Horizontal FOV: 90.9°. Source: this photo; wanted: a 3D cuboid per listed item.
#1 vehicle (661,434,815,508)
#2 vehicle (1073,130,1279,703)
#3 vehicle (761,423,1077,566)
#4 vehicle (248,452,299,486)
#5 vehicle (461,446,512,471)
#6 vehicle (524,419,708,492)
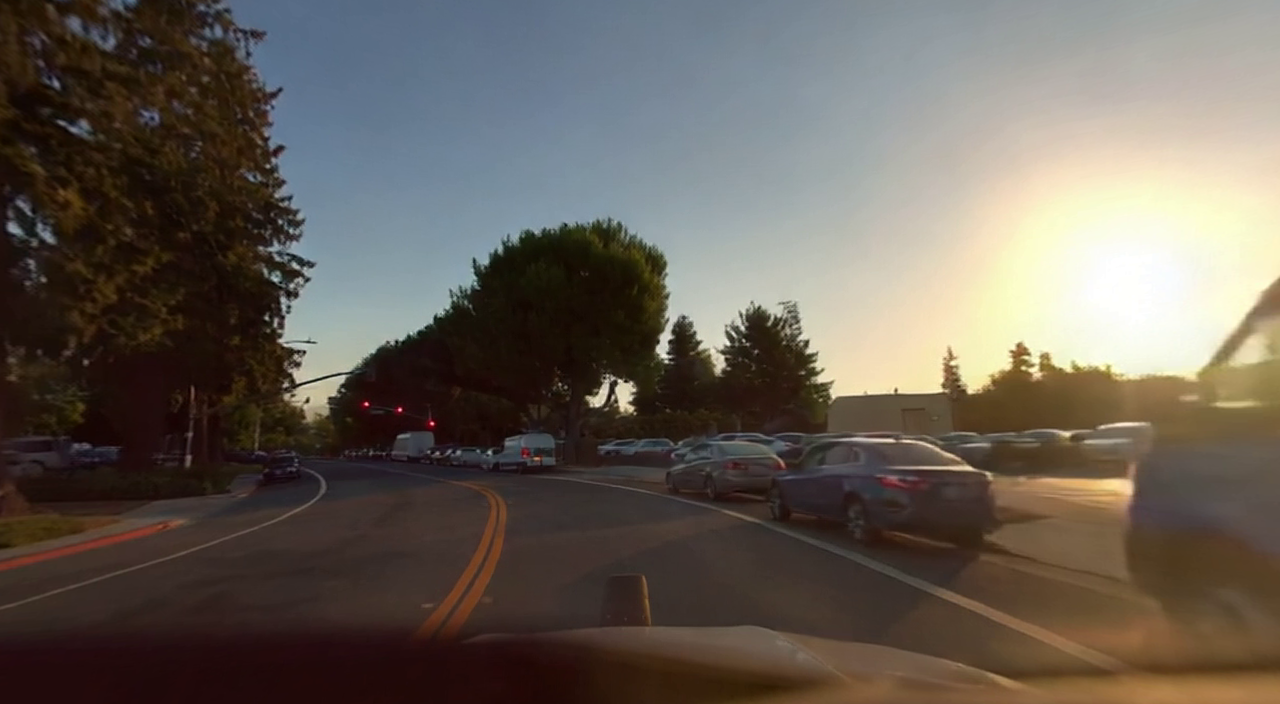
[{"bbox_3d":[2.112,2.754,15.159,1.957,1.479,4.554,2,-9,-15],"label":"vehicle"},{"bbox_3d":[4.244,-0.012,0.725,2.406,2.689,6.916,0,-8,-1],"label":"vehicle"},{"bbox_3d":[3.370,1.808,8.885,1.961,1.456,4.569,1,-8,-7],"label":"vehicle"},{"bbox_3d":[-18.620,5.862,31.953,1.950,1.489,4.214,4,-9,-33],"label":"vehicle"},{"bbox_3d":[-9.623,6.591,39.199,1.804,1.453,4.462,5,-10,-30],"label":"vehicle"},{"bbox_3d":[-1.520,4.018,24.813,3.041,2.164,10.370,2,-9,-27],"label":"vehicle"}]
